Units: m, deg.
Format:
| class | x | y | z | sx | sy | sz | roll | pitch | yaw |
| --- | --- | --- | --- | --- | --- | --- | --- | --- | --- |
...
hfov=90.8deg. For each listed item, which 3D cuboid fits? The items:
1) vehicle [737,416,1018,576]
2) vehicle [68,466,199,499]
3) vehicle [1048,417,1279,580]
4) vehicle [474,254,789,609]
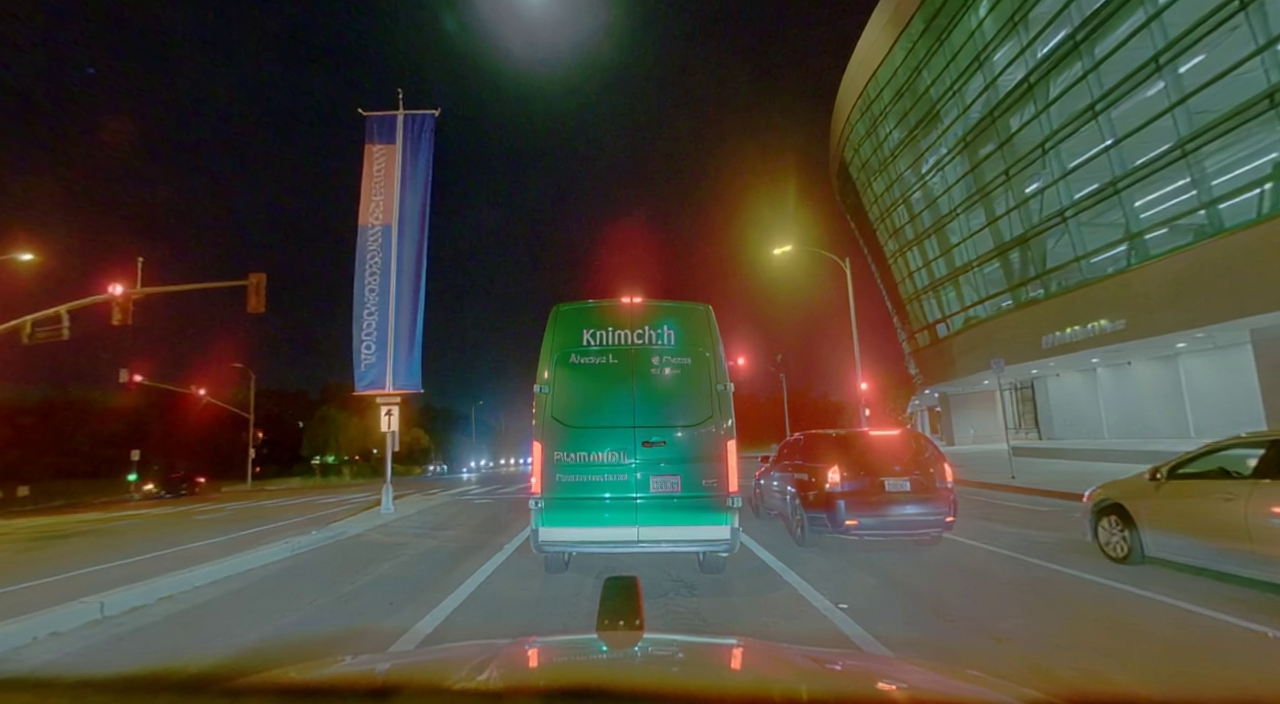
| class | x | y | z | sx | sy | sz | roll | pitch | yaw |
| --- | --- | --- | --- | --- | --- | --- | --- | --- | --- |
| vehicle | 2.880 | 1.867 | 9.050 | 2.183 | 1.676 | 4.506 | 0 | -8 | -1 |
| vehicle | -26.206 | 6.752 | 32.880 | 4.888 | 1.481 | 1.873 | 2 | -9 | -16 |
| vehicle | 7.530 | 1.587 | 7.013 | 1.963 | 1.669 | 4.678 | 3 | -9 | -20 |
| vehicle | -0.030 | 1.165 | 9.080 | 2.613 | 3.035 | 7.342 | 0 | -8 | 1 |
